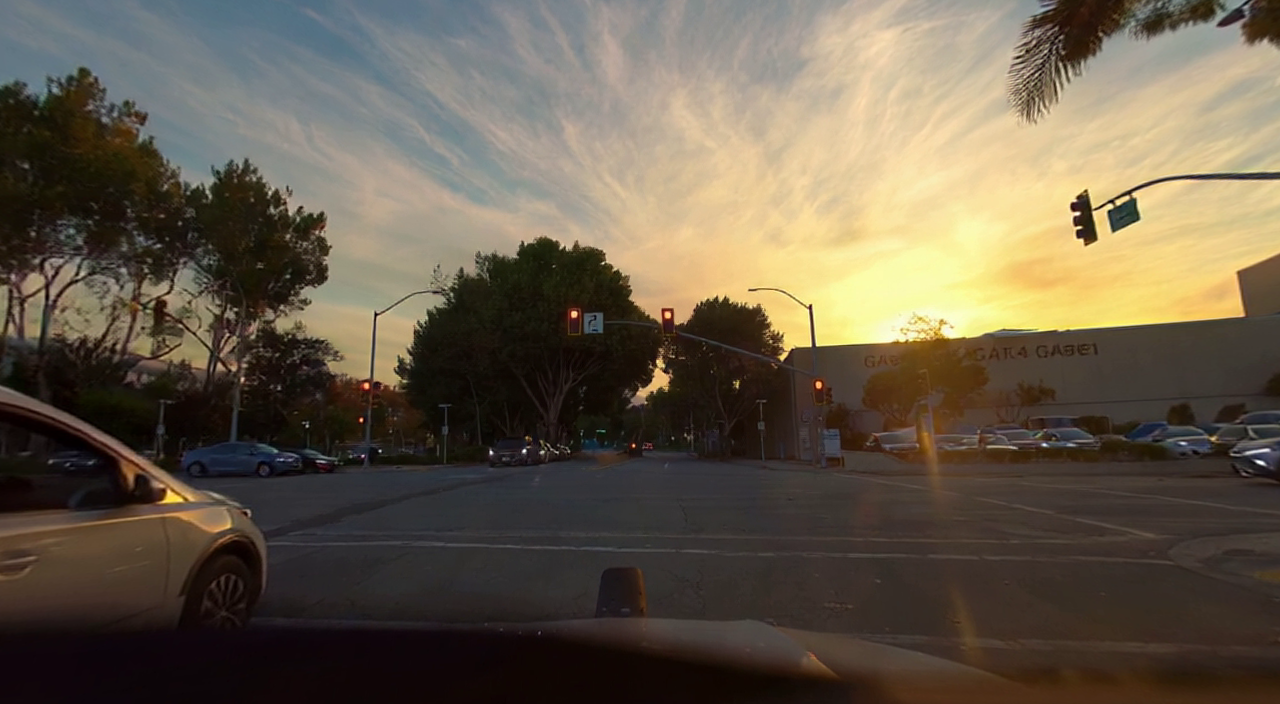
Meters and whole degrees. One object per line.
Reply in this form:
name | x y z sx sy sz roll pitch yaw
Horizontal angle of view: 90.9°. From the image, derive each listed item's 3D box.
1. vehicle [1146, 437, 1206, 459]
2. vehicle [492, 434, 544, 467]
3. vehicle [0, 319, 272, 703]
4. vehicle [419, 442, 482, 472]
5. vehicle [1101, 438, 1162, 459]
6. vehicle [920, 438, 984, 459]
vehicle | 41.168 7.419 48.495 1.767 1.456 4.191 -5 -11 15
vehicle | -7.159 5.852 37.463 2.081 1.818 4.782 0 -8 1
vehicle | -3.459 0.692 1.869 2.000 1.789 4.638 0 -8 -2
vehicle | -10.628 5.910 35.705 2.041 1.548 4.868 0 -8 0
vehicle | 38.491 7.549 49.499 1.837 1.514 4.786 -2 -9 13
vehicle | 21.480 6.647 43.378 3.576 1.425 1.702 2 -9 -12
